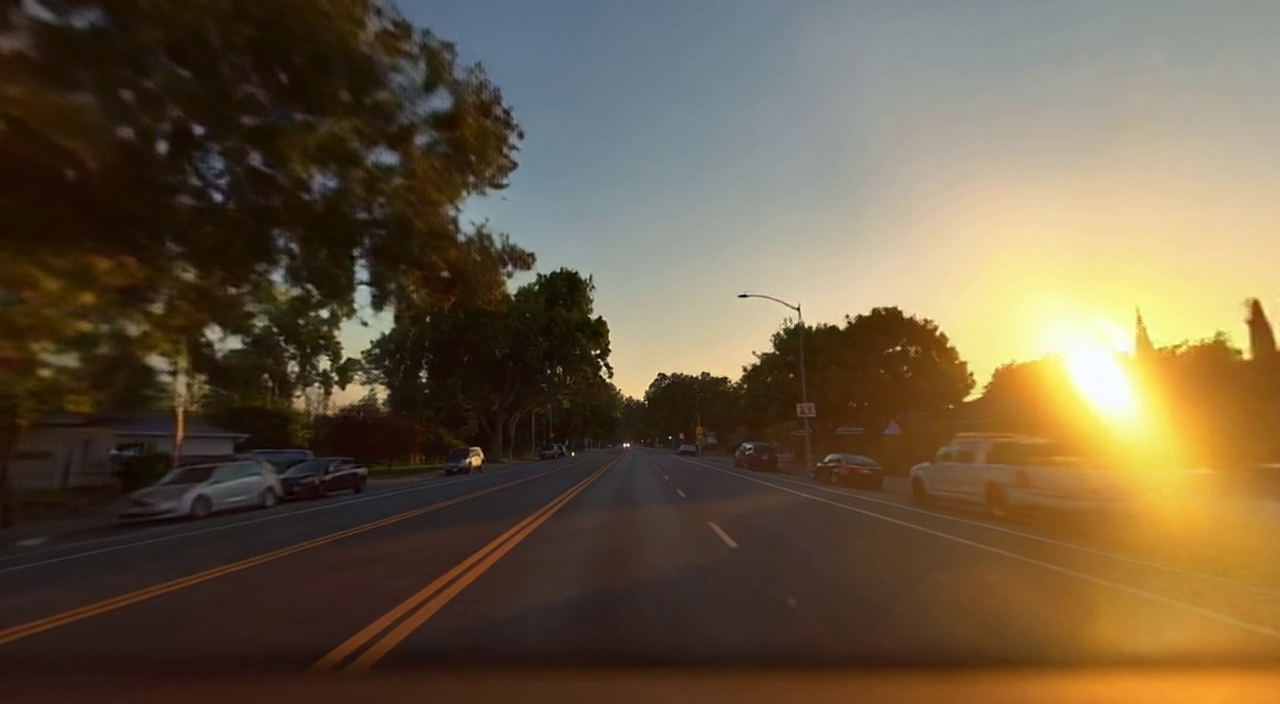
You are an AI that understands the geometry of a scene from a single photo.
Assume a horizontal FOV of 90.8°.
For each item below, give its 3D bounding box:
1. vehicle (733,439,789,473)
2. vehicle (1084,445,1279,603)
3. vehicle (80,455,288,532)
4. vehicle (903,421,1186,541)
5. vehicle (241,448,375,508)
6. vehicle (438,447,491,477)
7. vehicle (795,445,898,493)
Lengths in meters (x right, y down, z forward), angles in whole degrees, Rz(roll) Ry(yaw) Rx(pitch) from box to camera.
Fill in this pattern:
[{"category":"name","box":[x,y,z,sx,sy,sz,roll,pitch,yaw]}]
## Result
[{"category":"vehicle","box":[6.898,5.984,36.625,2.087,1.762,5.493,0,-8,0]},{"category":"vehicle","box":[6.881,1.665,6.367,1.882,1.433,4.622,-1,-9,7]},{"category":"vehicle","box":[-10.741,3.311,15.356,1.840,1.526,4.214,0,-8,1]},{"category":"vehicle","box":[7.293,2.364,12.346,2.064,1.802,5.293,0,-8,1]},{"category":"vehicle","box":[-10.637,4.041,20.693,1.974,1.682,4.339,-2,-9,1]},{"category":"vehicle","box":[-10.998,6.905,39.883,2.048,1.692,4.635,-2,-9,0]},{"category":"vehicle","box":[7.214,4.105,22.634,1.982,1.479,4.687,0,-8,-2]}]
